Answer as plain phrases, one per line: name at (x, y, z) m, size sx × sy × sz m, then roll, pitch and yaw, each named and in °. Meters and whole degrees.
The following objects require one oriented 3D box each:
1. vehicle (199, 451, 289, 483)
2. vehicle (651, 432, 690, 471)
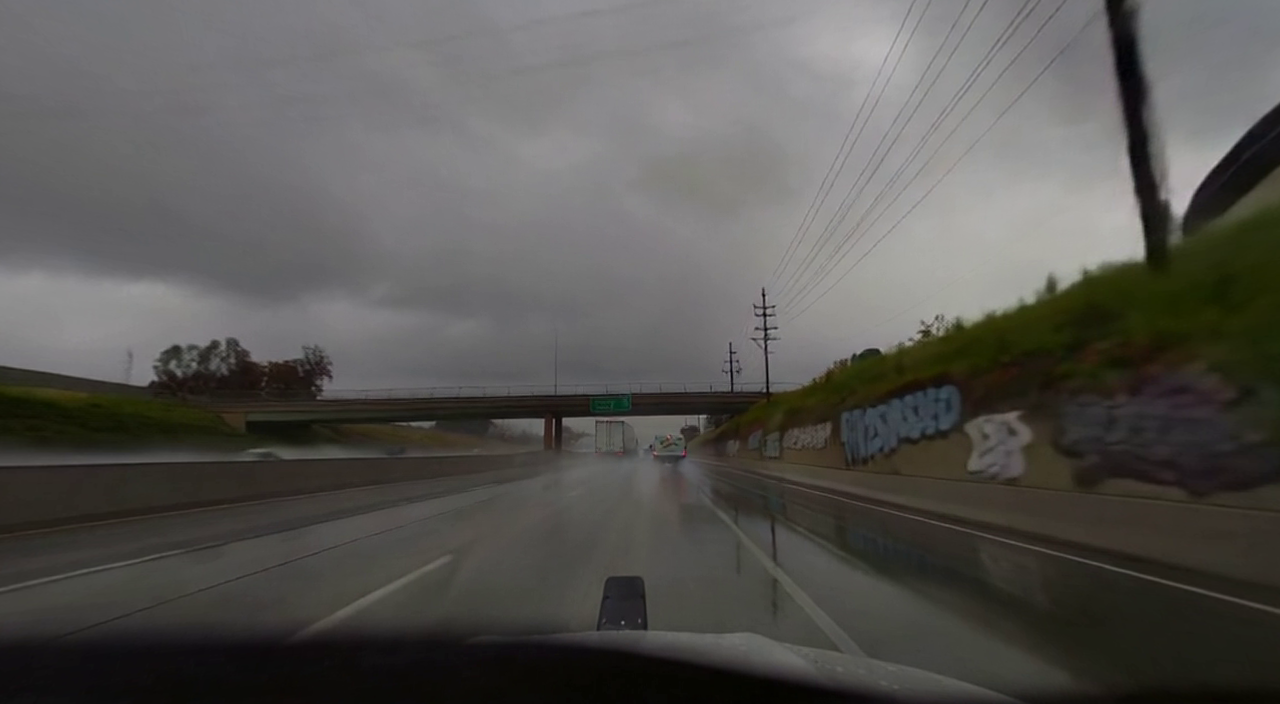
vehicle at (-22.290, 6.474, 35.745) m, size 1.905 × 1.643 × 4.747 m, roll 0°, pitch -9°, yaw 2°
vehicle at (2.161, 7.308, 46.352) m, size 2.462 × 2.627 × 5.799 m, roll 0°, pitch -9°, yaw -1°
